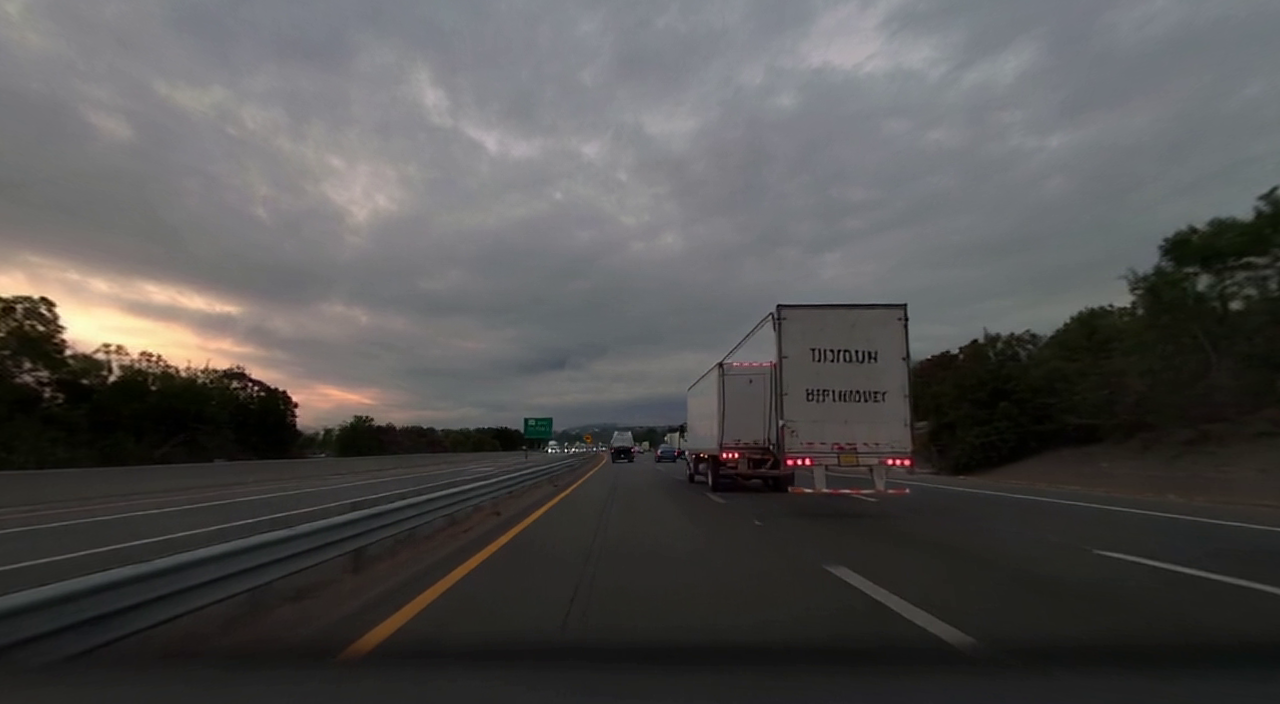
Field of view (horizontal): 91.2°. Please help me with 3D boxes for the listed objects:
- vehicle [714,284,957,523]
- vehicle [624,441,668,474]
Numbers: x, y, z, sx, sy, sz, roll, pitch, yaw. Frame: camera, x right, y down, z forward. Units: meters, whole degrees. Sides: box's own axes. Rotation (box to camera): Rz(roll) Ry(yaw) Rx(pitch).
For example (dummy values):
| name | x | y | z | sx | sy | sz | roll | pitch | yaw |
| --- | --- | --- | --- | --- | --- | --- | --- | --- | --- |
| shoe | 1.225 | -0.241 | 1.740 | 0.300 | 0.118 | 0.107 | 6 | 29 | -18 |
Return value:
| name | x | y | z | sx | sy | sz | roll | pitch | yaw |
| --- | --- | --- | --- | --- | --- | --- | --- | --- | --- |
| vehicle | 3.800 | 1.466 | 14.928 | 2.816 | 4.086 | 8.486 | 0 | -9 | -1 |
| vehicle | 0.370 | 5.573 | 33.214 | 2.127 | 1.642 | 3.899 | -1 | -9 | 3 |
